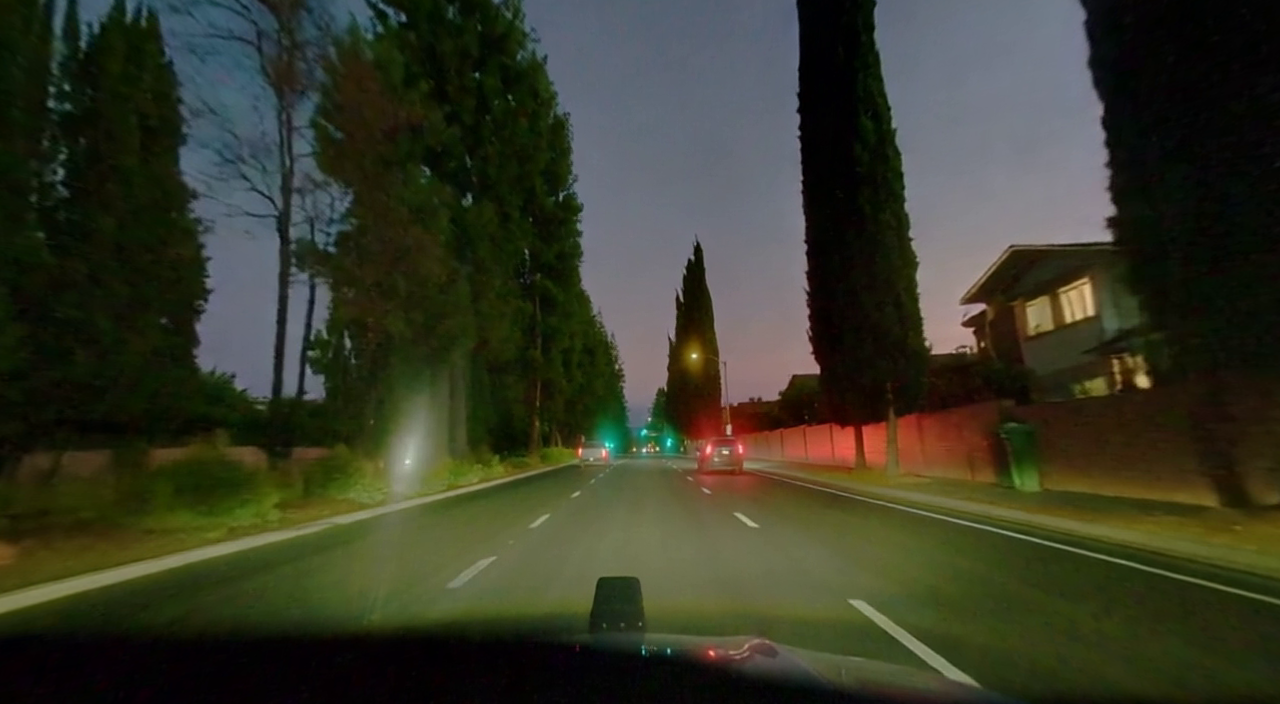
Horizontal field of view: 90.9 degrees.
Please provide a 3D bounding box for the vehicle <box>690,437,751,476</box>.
[{"bbox_3d":[3.832,5.085,30.973,2.321,1.695,5.037,-1,-8,0],"label":"vehicle"}]

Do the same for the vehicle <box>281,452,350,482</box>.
[{"bbox_3d":[-21.454,7.572,41.873,1.990,1.787,4.709,0,-9,1],"label":"vehicle"}]

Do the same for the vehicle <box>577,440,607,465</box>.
[{"bbox_3d":[-3.575,7.590,47.686,2.002,1.747,4.728,0,-8,-1],"label":"vehicle"}]

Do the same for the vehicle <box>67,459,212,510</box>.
[{"bbox_3d":[-17.110,4.507,21.824,1.855,1.494,3.825,-1,-8,0],"label":"vehicle"}]

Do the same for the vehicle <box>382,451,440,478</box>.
[{"bbox_3d":[-14.005,6.865,38.806,1.892,1.480,4.467,-1,-8,0],"label":"vehicle"}]
